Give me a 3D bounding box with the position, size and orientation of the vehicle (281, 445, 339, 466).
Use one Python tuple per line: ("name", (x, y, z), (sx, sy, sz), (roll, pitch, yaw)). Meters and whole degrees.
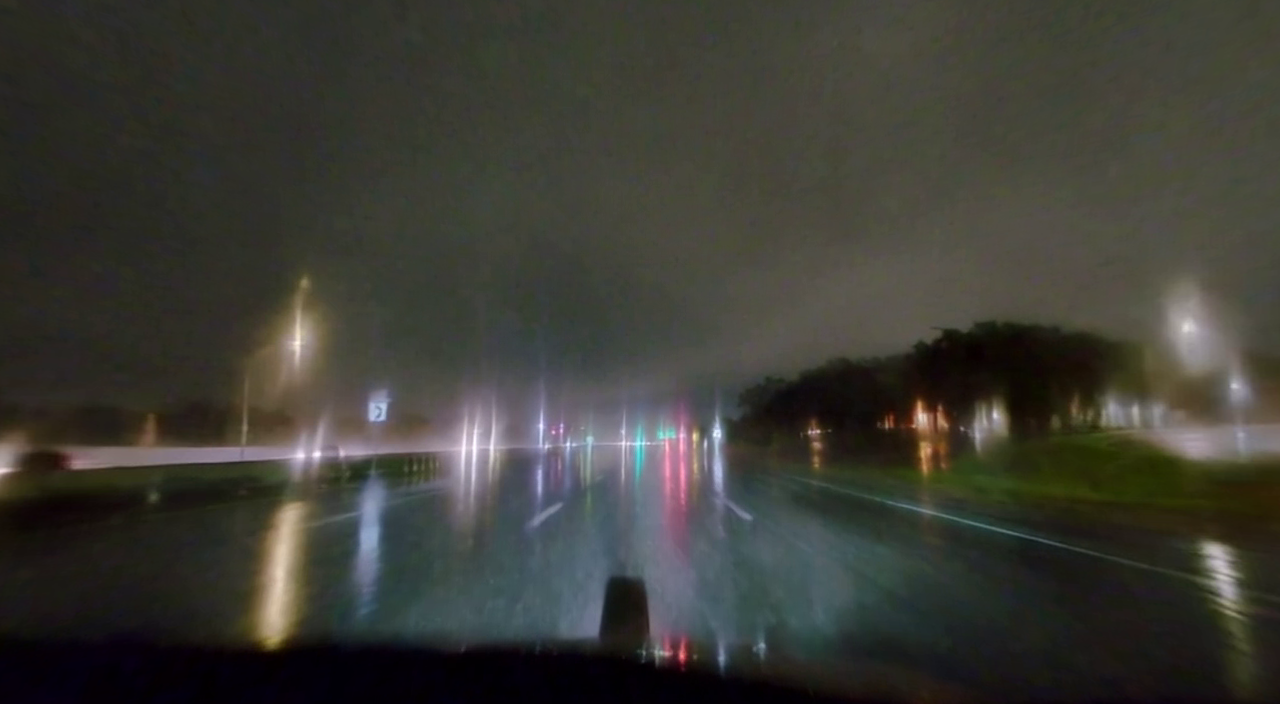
("vehicle", (-25.376, 7.968, 48.657), (1.976, 1.511, 4.503), (0, -8, 1))
